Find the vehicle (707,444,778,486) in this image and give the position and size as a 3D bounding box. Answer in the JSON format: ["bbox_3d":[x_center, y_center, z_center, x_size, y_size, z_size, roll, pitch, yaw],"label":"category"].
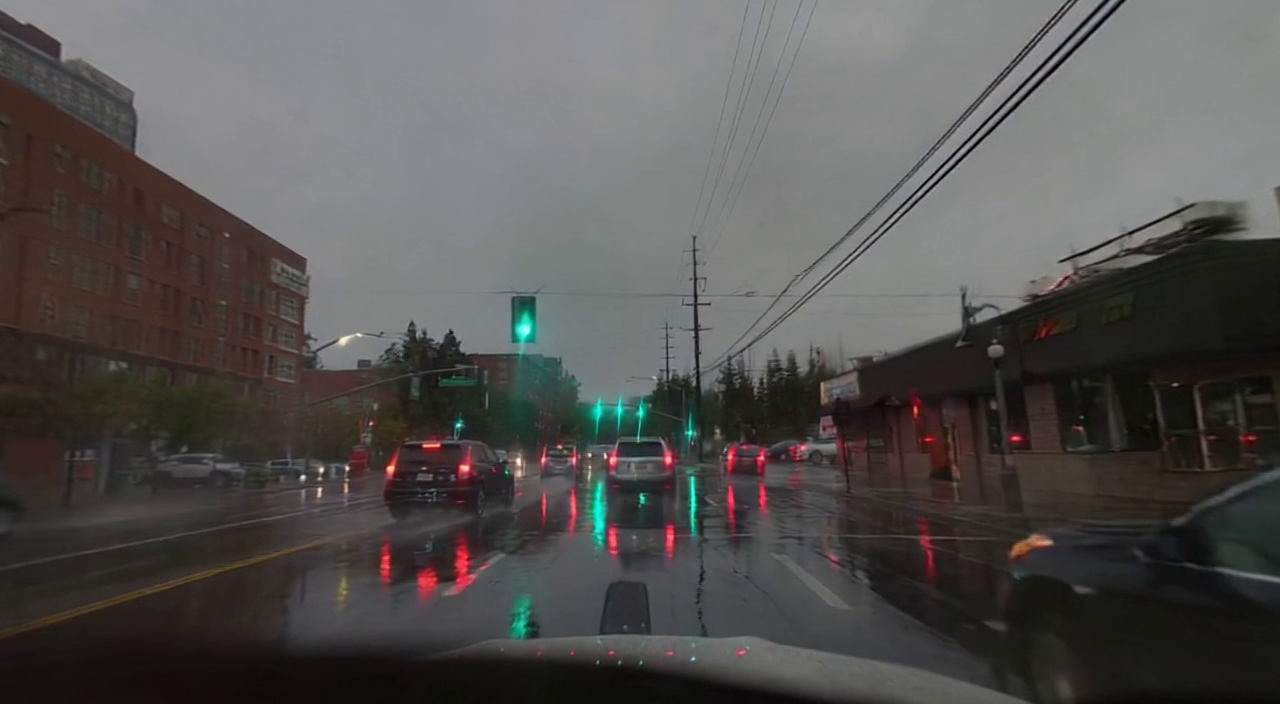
[{"bbox_3d":[3.913,4.378,24.843,1.986,1.457,4.566,0,-8,-1],"label":"vehicle"}]

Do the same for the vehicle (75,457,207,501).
[{"bbox_3d":[-24.248,6.157,30.971,1.919,1.831,5.335,0,-8,2],"label":"vehicle"}]

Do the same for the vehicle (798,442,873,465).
[{"bbox_3d":[13.904,7.215,44.845,4.736,1.526,1.878,2,-9,-16],"label":"vehicle"}]

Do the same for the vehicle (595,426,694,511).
[{"bbox_3d":[0.118,2.731,15.215,2.075,1.770,4.018,0,-8,1],"label":"vehicle"}]

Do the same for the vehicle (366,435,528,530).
[{"bbox_3d":[-3.691,2.546,12.957,1.886,1.599,4.247,0,-8,1],"label":"vehicle"}]

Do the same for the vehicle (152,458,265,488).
[{"bbox_3d":[-29.618,8.289,43.512,2.021,1.802,5.987,-5,-10,31],"label":"vehicle"}]

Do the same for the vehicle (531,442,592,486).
[{"bbox_3d":[-3.127,4.535,25.884,1.894,1.642,3.861,0,-8,2],"label":"vehicle"}]

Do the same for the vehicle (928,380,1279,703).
[{"bbox_3d":[2.953,0.854,1.990,2.030,1.492,4.383,0,-8,0],"label":"vehicle"}]
